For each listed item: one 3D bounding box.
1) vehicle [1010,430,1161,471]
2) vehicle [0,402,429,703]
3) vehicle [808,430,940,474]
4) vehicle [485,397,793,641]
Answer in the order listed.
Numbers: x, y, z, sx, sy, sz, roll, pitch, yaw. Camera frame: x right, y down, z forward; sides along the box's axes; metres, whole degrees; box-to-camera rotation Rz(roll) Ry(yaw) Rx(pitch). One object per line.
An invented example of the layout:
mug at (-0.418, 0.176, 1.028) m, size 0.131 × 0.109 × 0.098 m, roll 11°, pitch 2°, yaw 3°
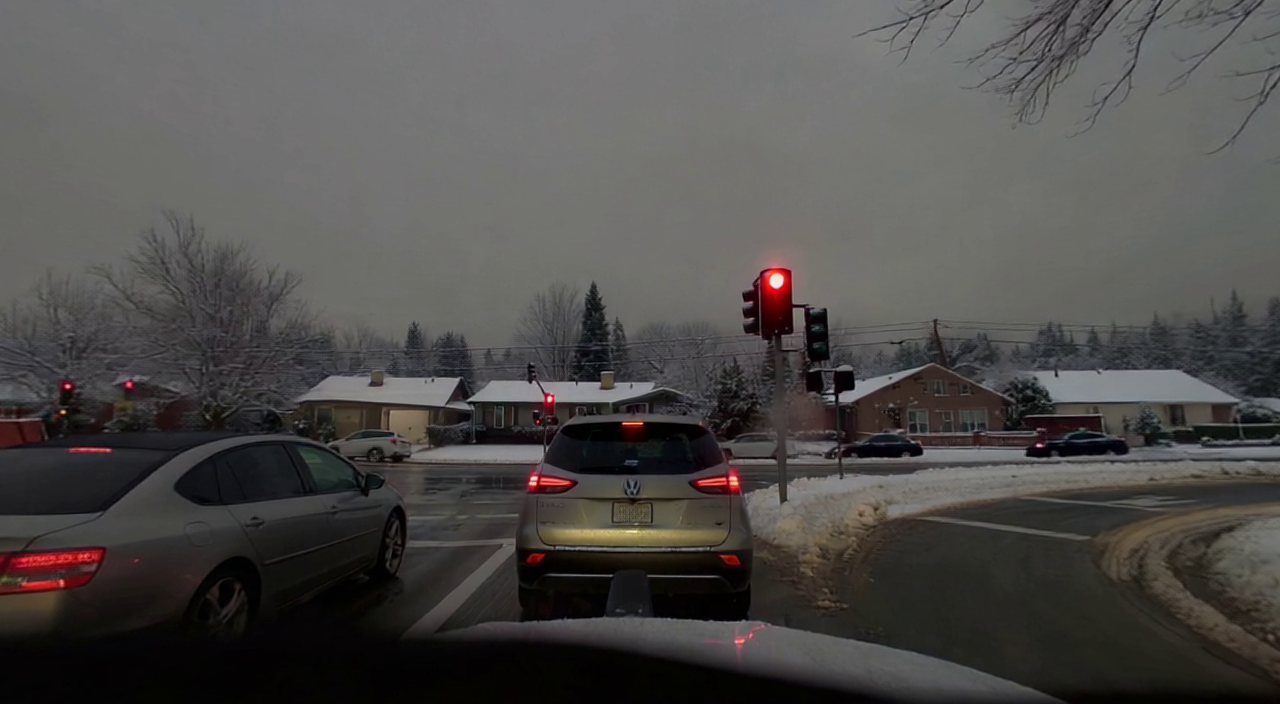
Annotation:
vehicle at (18.317, 4.064, 26.191) m, size 4.670 × 1.616 × 1.926 m, roll -1°, pitch -9°, yaw 6°
vehicle at (-3.305, 1.272, 4.707) m, size 2.035 × 1.492 × 4.415 m, roll 0°, pitch -9°, yaw -2°
vehicle at (9.896, 4.281, 27.106) m, size 4.887 × 1.769 × 2.035 m, roll -1°, pitch -9°, yaw 6°
vehicle at (-0.154, 1.470, 6.563) m, size 2.154 × 1.670 × 4.140 m, roll 1°, pitch -9°, yaw -5°
